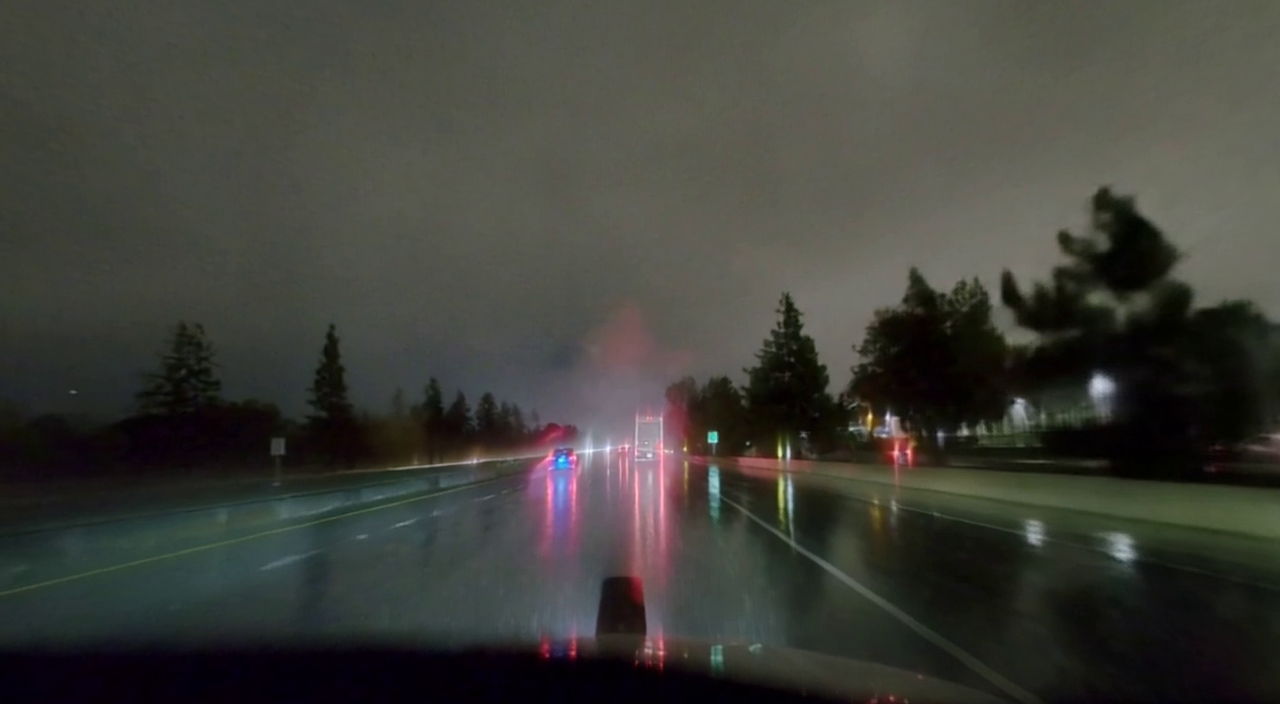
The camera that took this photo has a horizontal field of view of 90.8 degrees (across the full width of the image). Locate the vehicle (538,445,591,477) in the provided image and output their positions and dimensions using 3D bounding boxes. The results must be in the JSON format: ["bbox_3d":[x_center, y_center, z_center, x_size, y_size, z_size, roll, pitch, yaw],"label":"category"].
[{"bbox_3d":[-3.824,5.642,32.869,1.999,1.533,4.870,-1,-9,2],"label":"vehicle"}]
